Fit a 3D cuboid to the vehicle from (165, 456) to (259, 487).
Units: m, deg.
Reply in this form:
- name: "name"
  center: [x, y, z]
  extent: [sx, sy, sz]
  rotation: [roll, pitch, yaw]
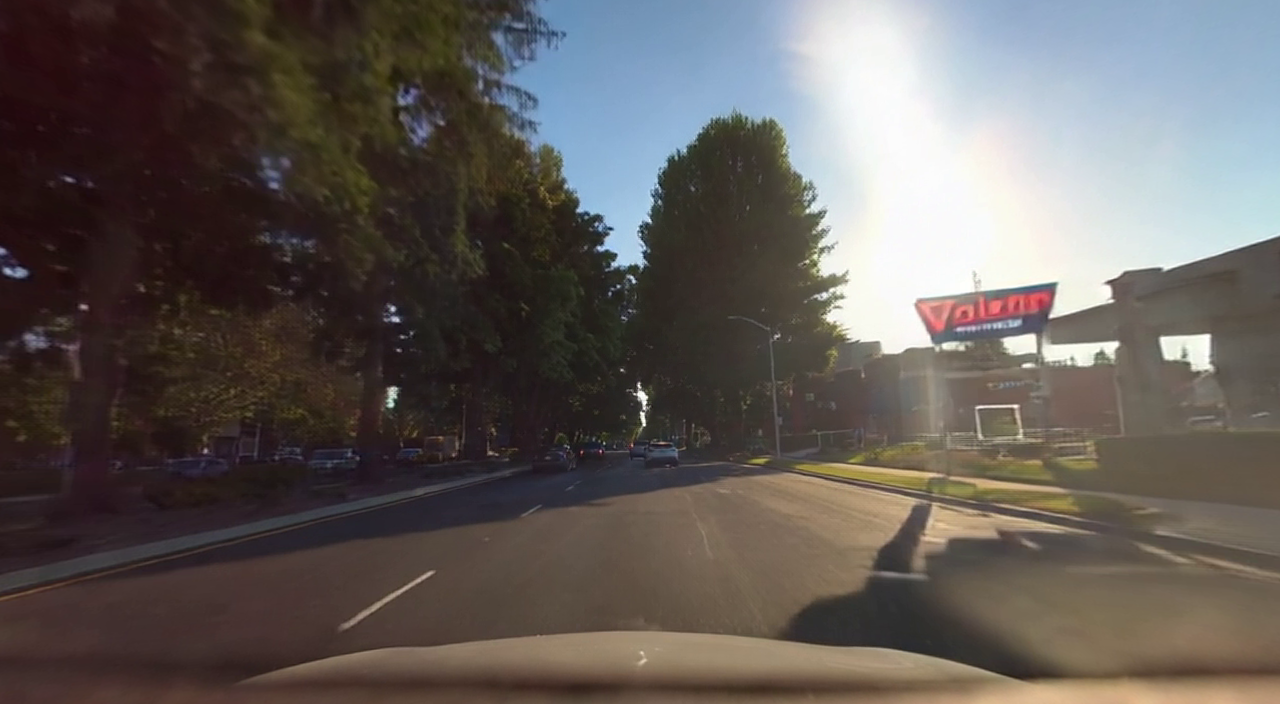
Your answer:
- name: "vehicle"
  center: [-22.893, 6.384, 33.966]
  extent: [1.905, 1.483, 4.479]
  rotation: [0, -8, 0]

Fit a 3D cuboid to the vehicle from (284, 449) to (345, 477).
- name: "vehicle"
  center: [-22.730, 7.744, 44.178]
  extent: [1.887, 1.801, 4.587]
  rotation: [0, -8, -1]

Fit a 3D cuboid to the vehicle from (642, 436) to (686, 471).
- name: "vehicle"
  center: [1.119, 4.996, 31.111]
  extent: [1.922, 1.579, 3.642]
  rotation: [0, -8, -1]

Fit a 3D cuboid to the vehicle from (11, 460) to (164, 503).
- name: "vehicle"
  center: [-22.856, 5.344, 26.405]
  extent: [1.862, 1.506, 4.983]
  rotation: [0, -9, 1]

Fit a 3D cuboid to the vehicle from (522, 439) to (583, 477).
- name: "vehicle"
  center: [-3.671, 4.533, 27.284]
  extent: [1.908, 1.481, 4.536]
  rotation: [0, -8, 1]
